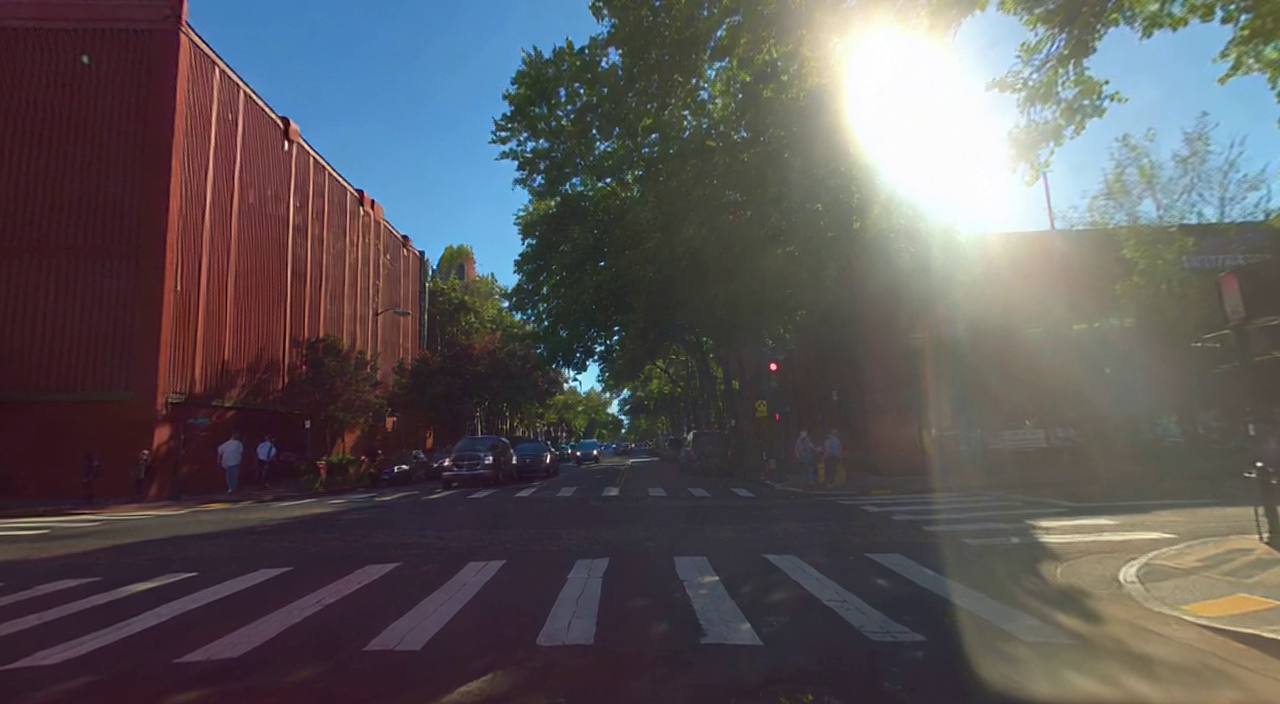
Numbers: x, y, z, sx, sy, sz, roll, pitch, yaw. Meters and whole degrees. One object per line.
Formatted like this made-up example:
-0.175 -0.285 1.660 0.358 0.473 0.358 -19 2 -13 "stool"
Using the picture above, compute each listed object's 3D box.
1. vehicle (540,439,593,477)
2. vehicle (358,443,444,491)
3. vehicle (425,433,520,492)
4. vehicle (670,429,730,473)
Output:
-3.258 4.786 28.694 2.033 1.596 4.142 0 -8 -2 "vehicle"
-9.917 4.751 26.580 2.216 1.804 4.526 1 -8 -6 "vehicle"
-5.866 3.920 22.846 2.242 1.887 4.924 0 -8 -2 "vehicle"
3.101 5.305 34.008 2.557 2.188 5.164 0 -8 -2 "vehicle"
